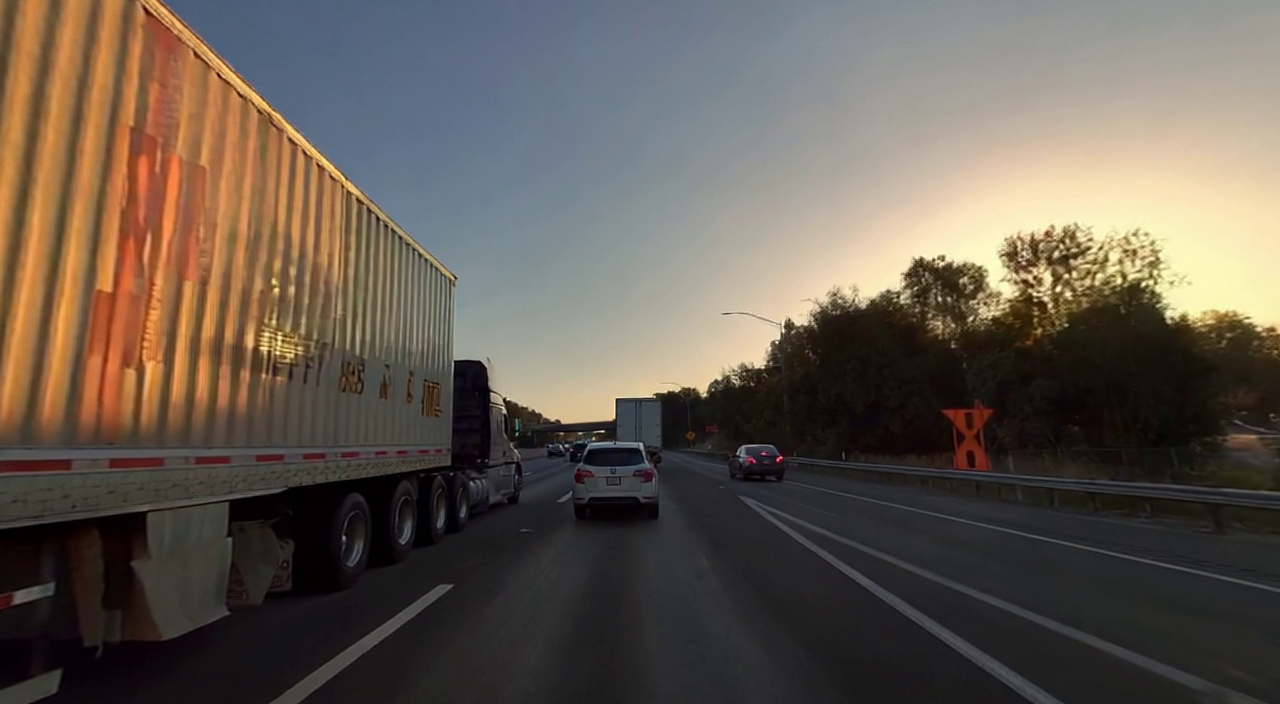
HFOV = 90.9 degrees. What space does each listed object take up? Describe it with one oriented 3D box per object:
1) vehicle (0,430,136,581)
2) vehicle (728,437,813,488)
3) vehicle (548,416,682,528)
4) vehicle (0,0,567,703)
[{"bbox_3d":[-7.300,1.403,5.504,2.013,1.466,4.563,0,-9,0],"label":"vehicle"},{"bbox_3d":[4.406,3.780,21.911,1.937,1.601,3.798,0,-9,-3],"label":"vehicle"},{"bbox_3d":[-0.361,2.233,12.176,2.152,1.779,3.924,0,-9,1],"label":"vehicle"},{"bbox_3d":[-3.722,0.870,11.098,2.857,4.063,16.026,0,-8,0],"label":"vehicle"}]
